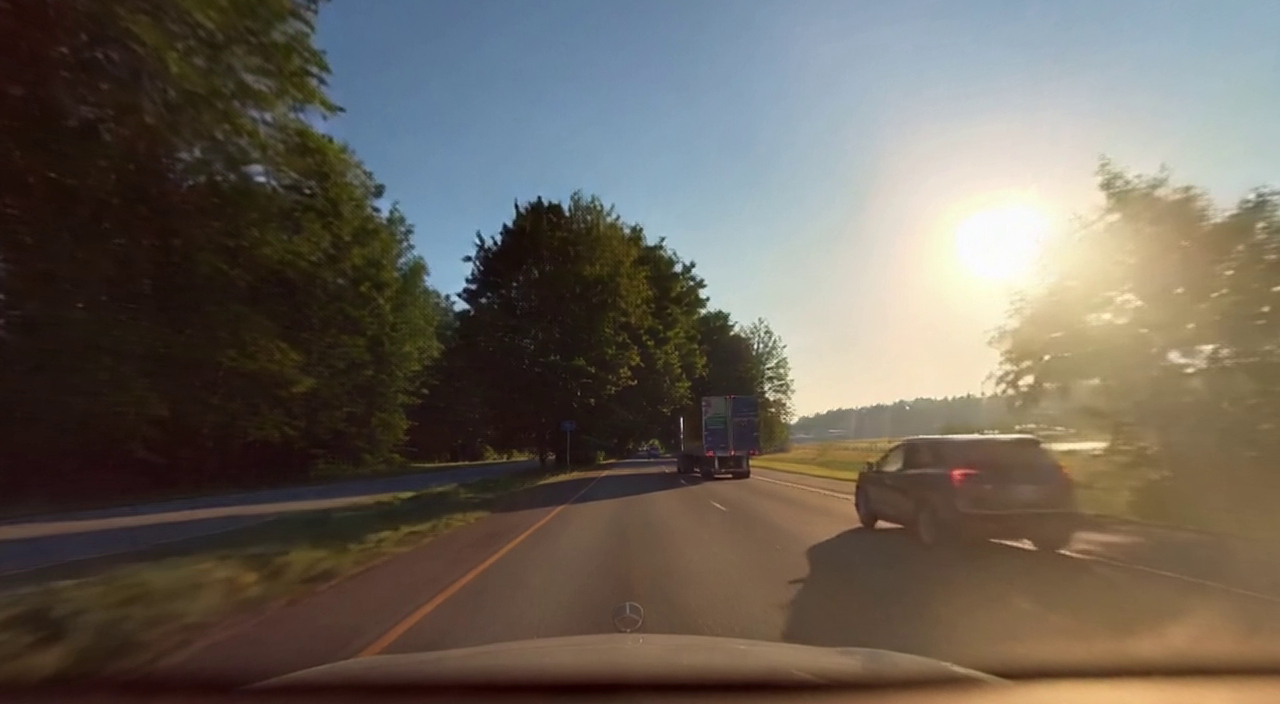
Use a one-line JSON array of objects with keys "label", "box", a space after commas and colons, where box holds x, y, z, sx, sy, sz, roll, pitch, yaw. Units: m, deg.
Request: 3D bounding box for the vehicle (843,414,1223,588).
[{"label": "vehicle", "box": [4.644, 1.832, 8.628, 2.118, 1.688, 4.715, 0, -9, 0]}]

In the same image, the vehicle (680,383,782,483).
[{"label": "vehicle", "box": [4.195, 4.446, 33.203, 3.231, 4.102, 14.393, 0, -9, 0]}]
